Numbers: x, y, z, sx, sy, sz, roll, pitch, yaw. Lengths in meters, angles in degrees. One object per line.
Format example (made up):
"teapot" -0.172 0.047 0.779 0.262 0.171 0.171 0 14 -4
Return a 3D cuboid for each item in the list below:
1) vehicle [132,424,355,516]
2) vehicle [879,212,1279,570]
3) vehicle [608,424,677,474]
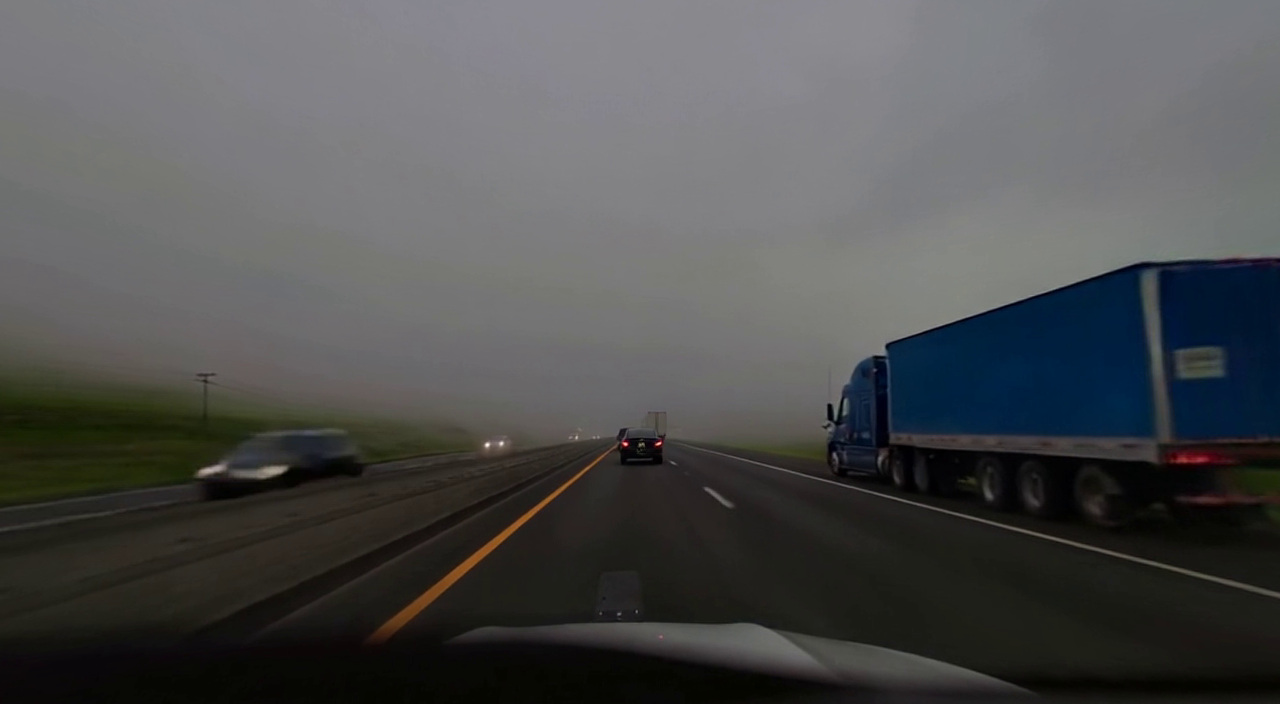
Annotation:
"vehicle" -7.607 2.261 12.641 1.869 1.521 4.034 0 -8 -1
"vehicle" 7.464 0.922 10.847 3.010 3.638 8.978 0 -8 -1
"vehicle" 0.053 3.425 22.503 2.216 1.623 4.220 0 -8 -1
